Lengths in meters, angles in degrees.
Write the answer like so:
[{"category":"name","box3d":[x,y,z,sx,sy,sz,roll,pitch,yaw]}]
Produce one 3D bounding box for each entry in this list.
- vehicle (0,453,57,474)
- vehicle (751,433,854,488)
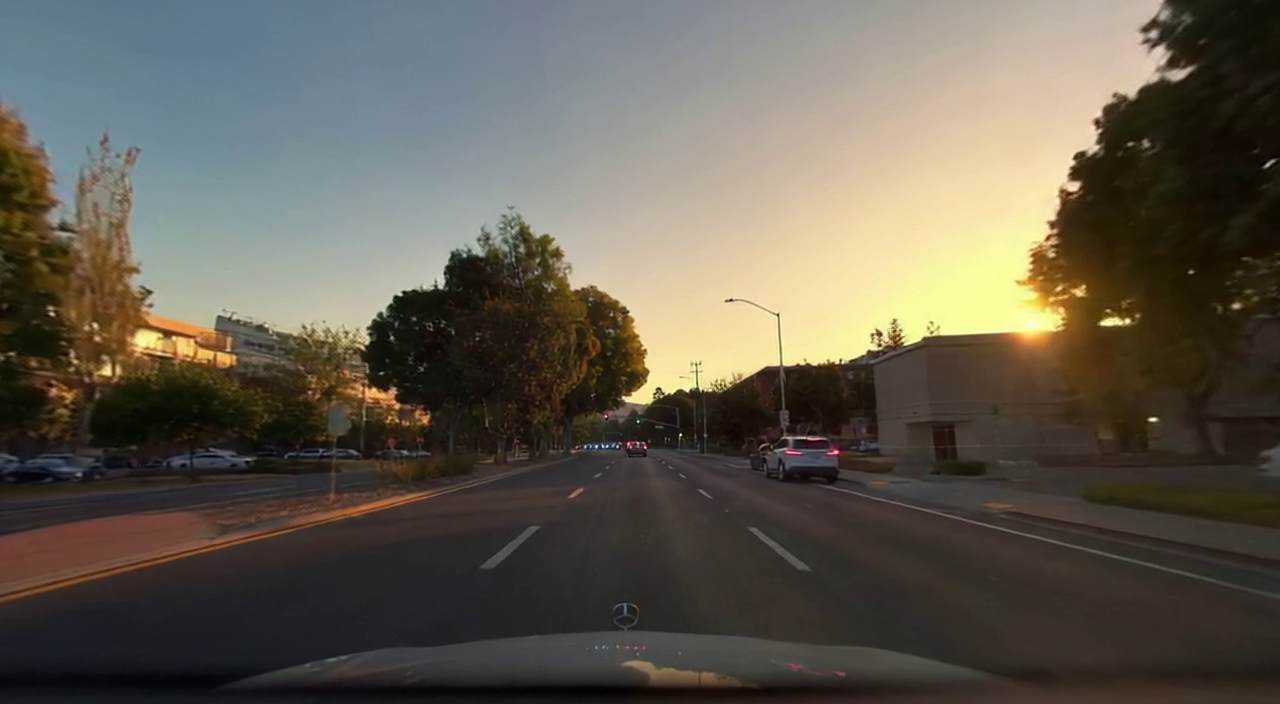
[{"category":"vehicle","box3d":[-47.758,8.471,48.103,1.793,1.472,4.450,-5,-10,33]},{"category":"vehicle","box3d":[5.824,3.952,23.456,2.295,1.804,4.971,0,-8,-3]}]
